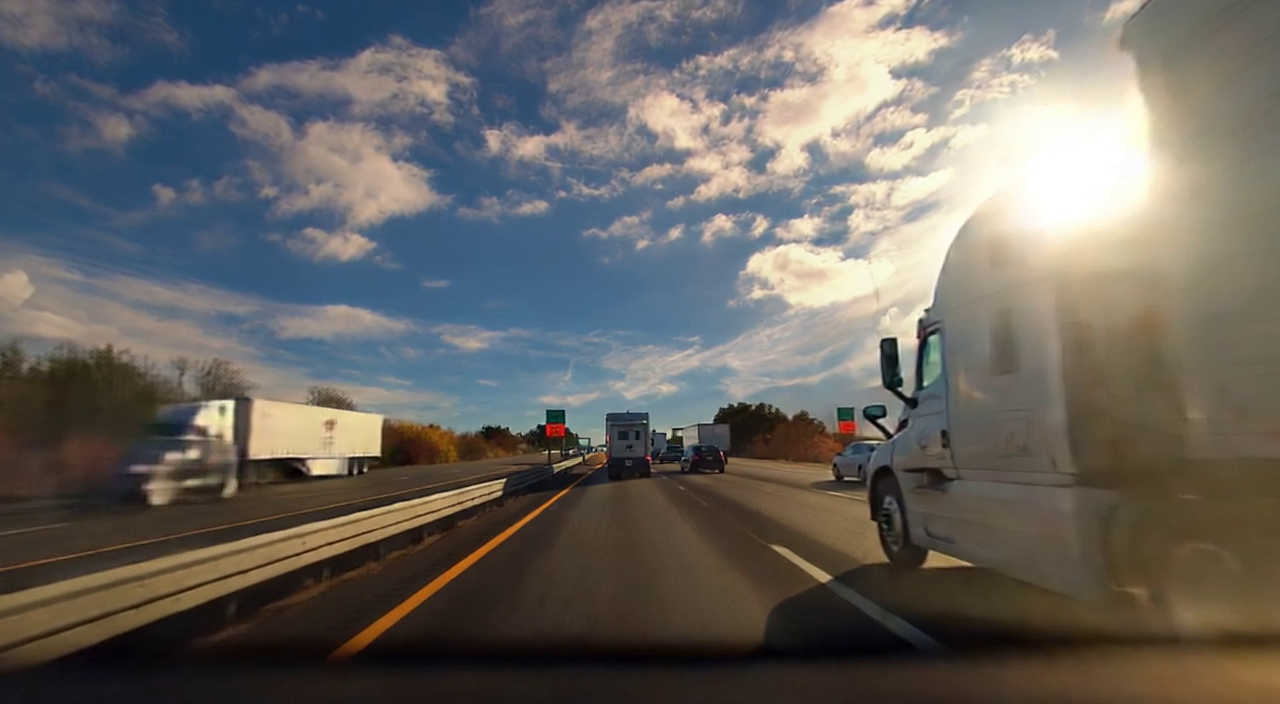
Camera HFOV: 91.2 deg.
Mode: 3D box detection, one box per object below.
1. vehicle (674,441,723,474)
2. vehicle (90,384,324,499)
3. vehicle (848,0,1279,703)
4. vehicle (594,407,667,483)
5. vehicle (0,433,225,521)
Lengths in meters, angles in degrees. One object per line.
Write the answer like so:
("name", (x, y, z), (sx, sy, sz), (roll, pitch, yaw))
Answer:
("vehicle", (3.045, 5.600, 33.424), (2.127, 1.642, 3.899), (0, -9, -1))
("vehicle", (-18.011, 3.962, 27.541), (3.003, 4.059, 10.427), (0, -9, -2))
("vehicle", (3.866, -0.469, 1.473), (2.972, 4.007, 10.643), (0, -9, 0))
("vehicle", (-0.221, 3.855, 25.924), (2.506, 2.743, 6.093), (-1, -9, 4))
("vehicle", (-13.297, 3.108, 16.124), (2.044, 1.914, 4.638), (0, -9, 0))
